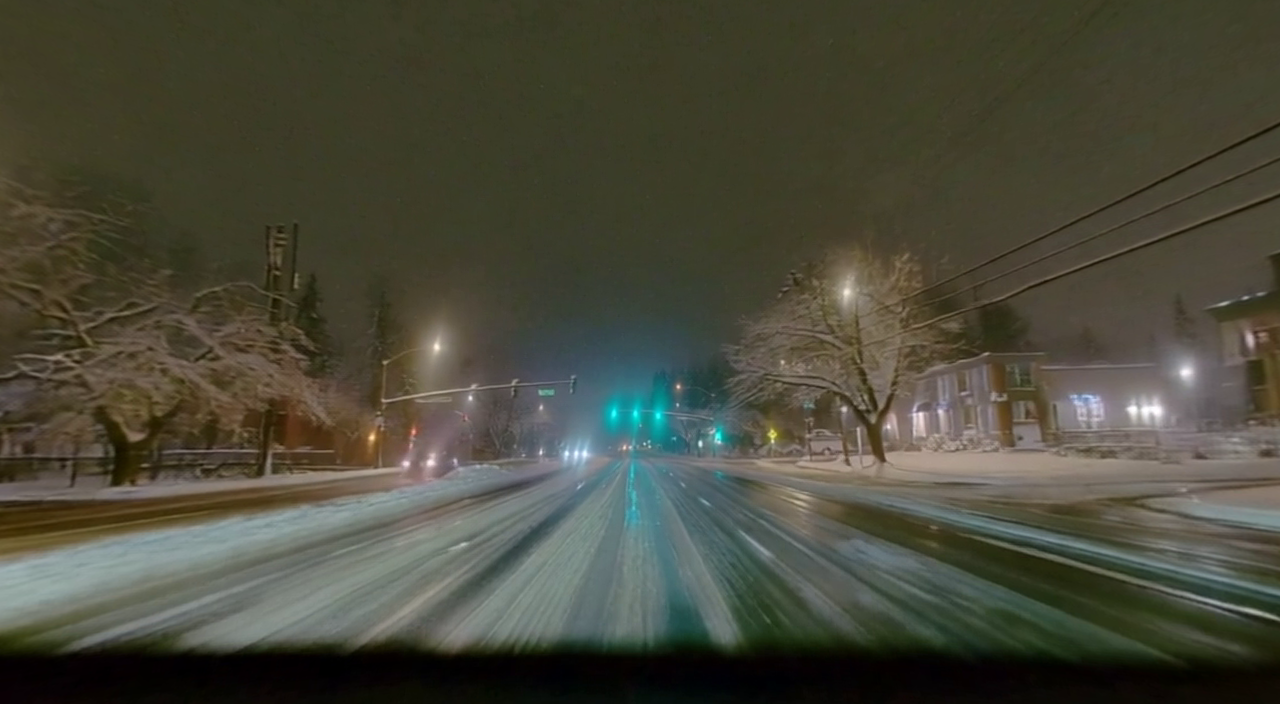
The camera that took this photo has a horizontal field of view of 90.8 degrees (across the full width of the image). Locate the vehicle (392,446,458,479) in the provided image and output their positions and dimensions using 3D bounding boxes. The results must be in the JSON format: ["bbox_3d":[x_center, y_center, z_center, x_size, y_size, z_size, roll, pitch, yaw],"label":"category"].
[{"bbox_3d":[-11.992,6.177,35.545,2.033,1.693,4.551,0,-9,1],"label":"vehicle"}]
